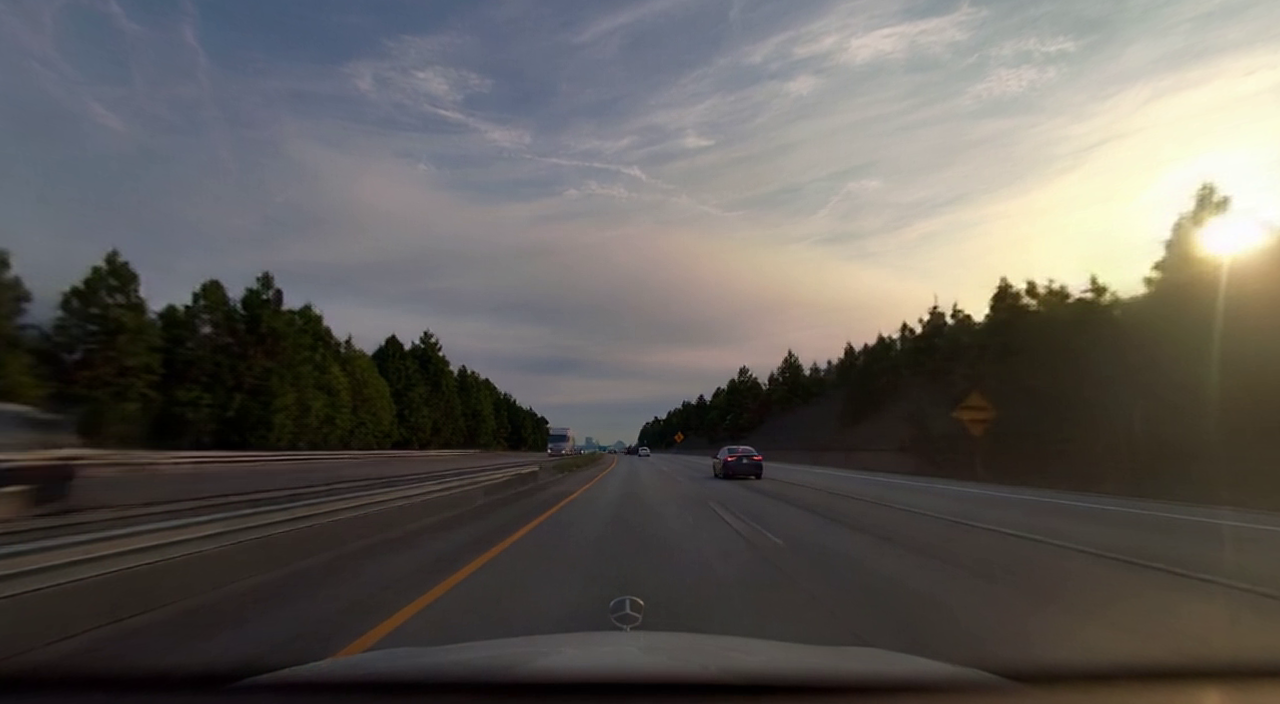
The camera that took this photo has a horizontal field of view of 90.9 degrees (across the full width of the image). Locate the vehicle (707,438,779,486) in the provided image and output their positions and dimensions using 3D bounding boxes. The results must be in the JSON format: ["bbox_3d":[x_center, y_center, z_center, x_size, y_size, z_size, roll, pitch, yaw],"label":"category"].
[{"bbox_3d":[3.870,4.218,24.389,1.933,1.663,4.440,0,-9,-1],"label":"vehicle"}]
